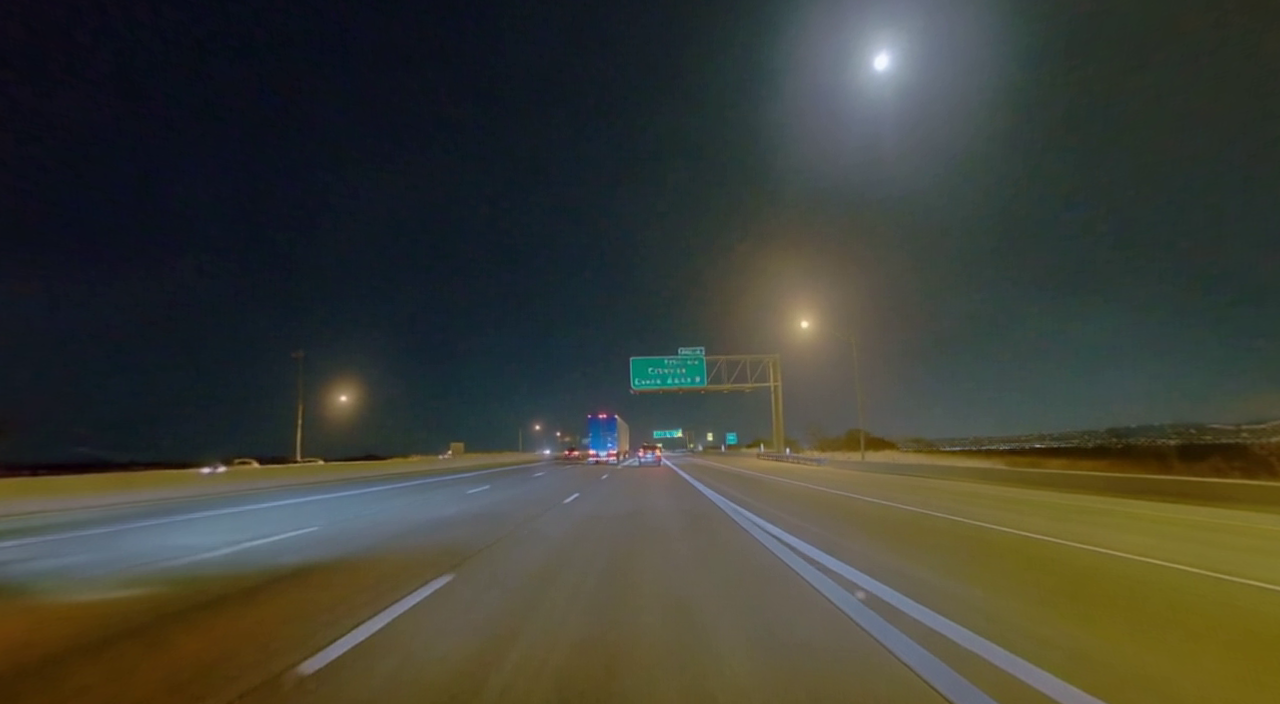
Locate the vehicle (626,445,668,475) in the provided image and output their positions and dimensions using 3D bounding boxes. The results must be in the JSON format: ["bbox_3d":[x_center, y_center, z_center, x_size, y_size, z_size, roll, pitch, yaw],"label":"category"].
[{"bbox_3d":[0.326,5.645,33.051,2.066,1.469,4.050,0,-9,-1],"label":"vehicle"}]

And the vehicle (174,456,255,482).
[{"bbox_3d":[-31.115,8.532,46.261,2.230,1.690,5.153,-1,-9,2],"label":"vehicle"}]
